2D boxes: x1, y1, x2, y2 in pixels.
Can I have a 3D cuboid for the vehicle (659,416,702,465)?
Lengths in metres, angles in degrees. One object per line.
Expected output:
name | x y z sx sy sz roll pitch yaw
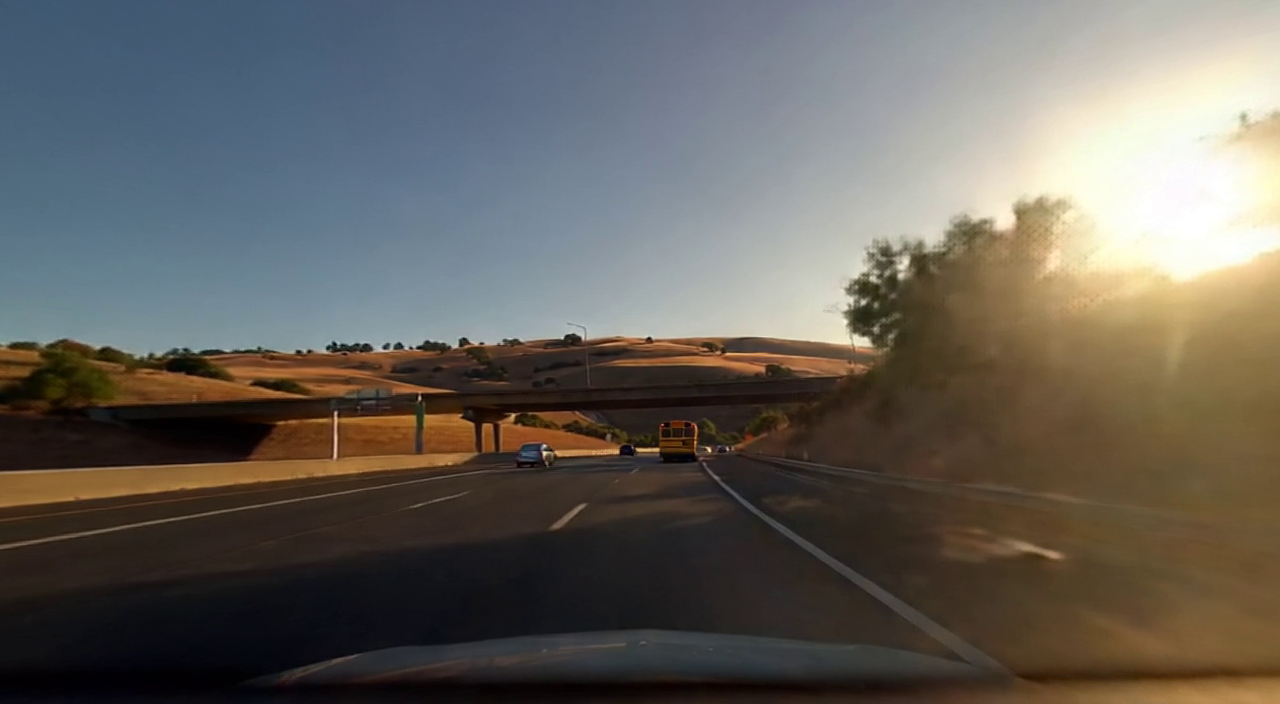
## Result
vehicle | 3.197 6.840 48.597 2.945 3.295 10.406 -1 -8 4

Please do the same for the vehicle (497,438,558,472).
vehicle | -6.046 5.564 34.428 2.172 1.689 4.625 -1 -8 4
